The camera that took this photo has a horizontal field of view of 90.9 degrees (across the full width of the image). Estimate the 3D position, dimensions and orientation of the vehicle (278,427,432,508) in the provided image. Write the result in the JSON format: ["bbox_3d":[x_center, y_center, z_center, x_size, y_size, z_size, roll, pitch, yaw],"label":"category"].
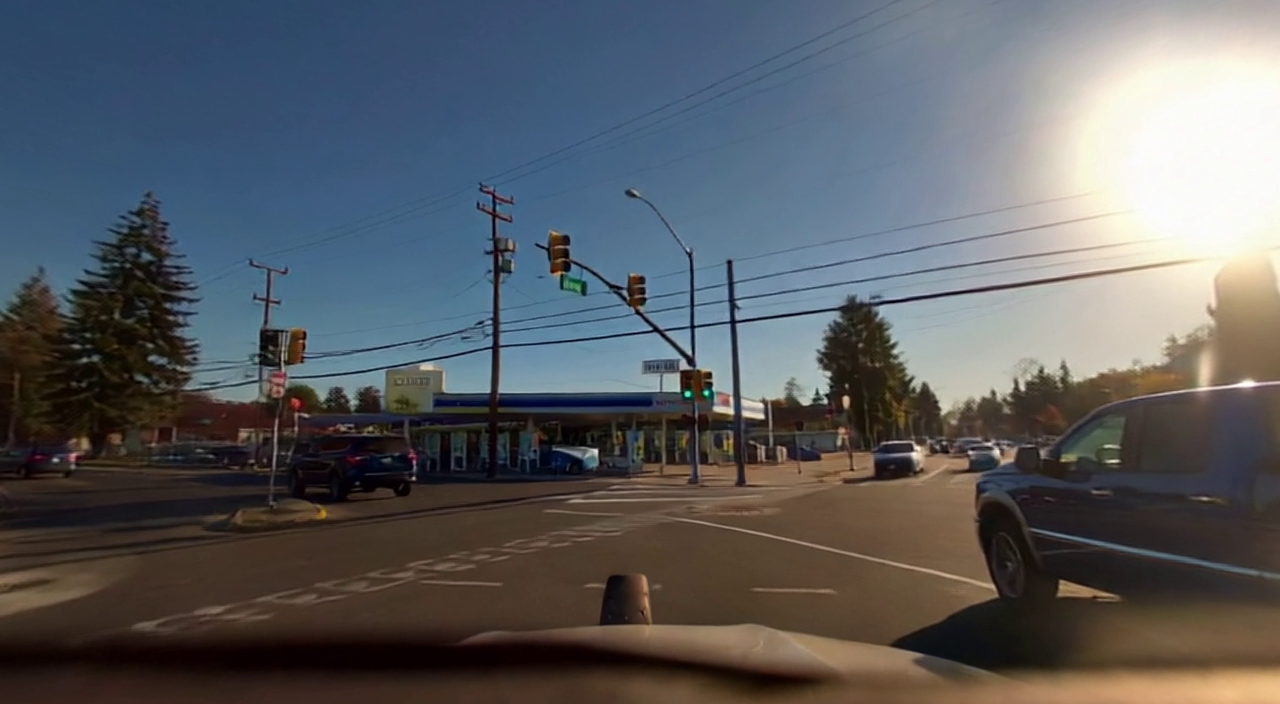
[{"bbox_3d":[-7.780,2.983,16.959,2.141,1.842,4.889,7,-11,-43],"label":"vehicle"}]

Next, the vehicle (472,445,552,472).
[{"bbox_3d":[-7.937,6.603,39.420,1.913,1.480,4.661,-7,-10,42],"label":"vehicle"}]

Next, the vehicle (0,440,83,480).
[{"bbox_3d":[-28.377,4.996,29.486,4.498,1.725,1.921,-4,-9,29],"label":"vehicle"}]

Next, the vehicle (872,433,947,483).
[{"bbox_3d":[11.805,4.508,27.350,2.303,1.895,5.301,-4,-9,29],"label":"vehicle"}]

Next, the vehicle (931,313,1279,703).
[{"bbox_3d":[3.760,0.787,2.991,2.036,1.818,5.192,0,-8,-3],"label":"vehicle"}]

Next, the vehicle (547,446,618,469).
[{"bbox_3d":[-3.870,7.106,42.702,4.495,1.399,1.715,5,-9,-31],"label":"vehicle"}]
